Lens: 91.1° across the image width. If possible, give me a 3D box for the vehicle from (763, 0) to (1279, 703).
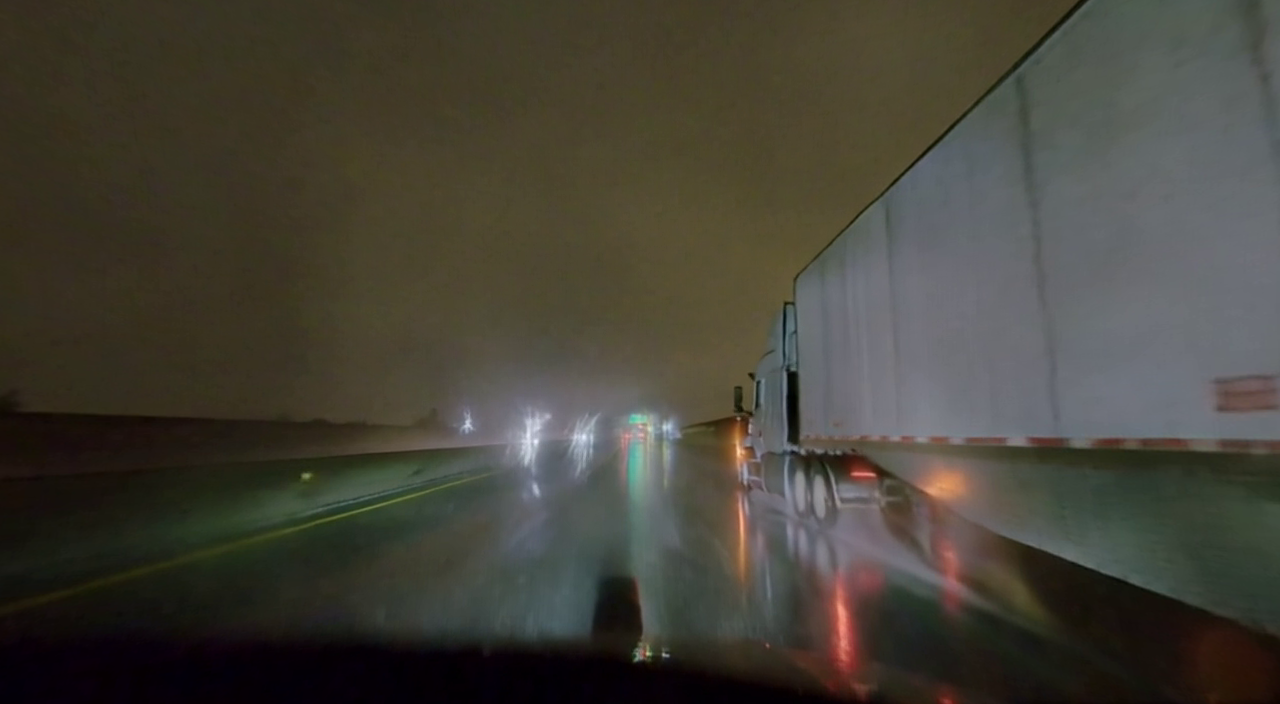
[{"bbox_3d":[4.050,0.021,5.306,2.920,4.029,13.900,0,-8,-1],"label":"vehicle"}]
